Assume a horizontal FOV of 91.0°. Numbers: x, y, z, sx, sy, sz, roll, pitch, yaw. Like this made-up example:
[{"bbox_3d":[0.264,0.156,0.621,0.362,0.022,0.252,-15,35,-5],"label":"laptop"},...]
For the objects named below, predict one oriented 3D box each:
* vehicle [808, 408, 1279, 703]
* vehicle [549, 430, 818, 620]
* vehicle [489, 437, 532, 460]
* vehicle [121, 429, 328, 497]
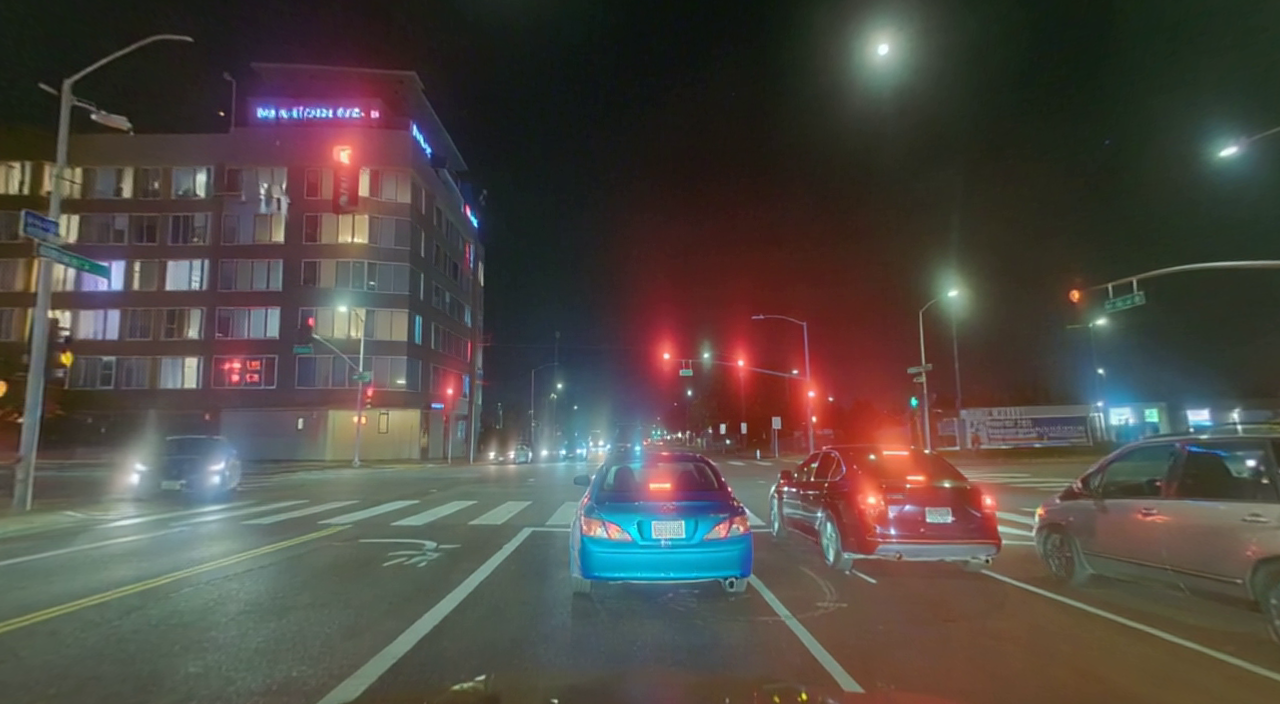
[{"bbox_3d":[2.803,1.281,4.559,1.961,1.498,4.356,0,-8,0],"label":"vehicle"},{"bbox_3d":[0.232,1.664,7.076,2.132,1.464,4.089,0,-8,-3],"label":"vehicle"},{"bbox_3d":[-9.235,6.915,45.243,2.030,1.596,3.912,-1,-8,3],"label":"vehicle"},{"bbox_3d":[-13.123,3.443,19.889,5.998,1.889,2.338,-3,-9,22],"label":"vehicle"}]
